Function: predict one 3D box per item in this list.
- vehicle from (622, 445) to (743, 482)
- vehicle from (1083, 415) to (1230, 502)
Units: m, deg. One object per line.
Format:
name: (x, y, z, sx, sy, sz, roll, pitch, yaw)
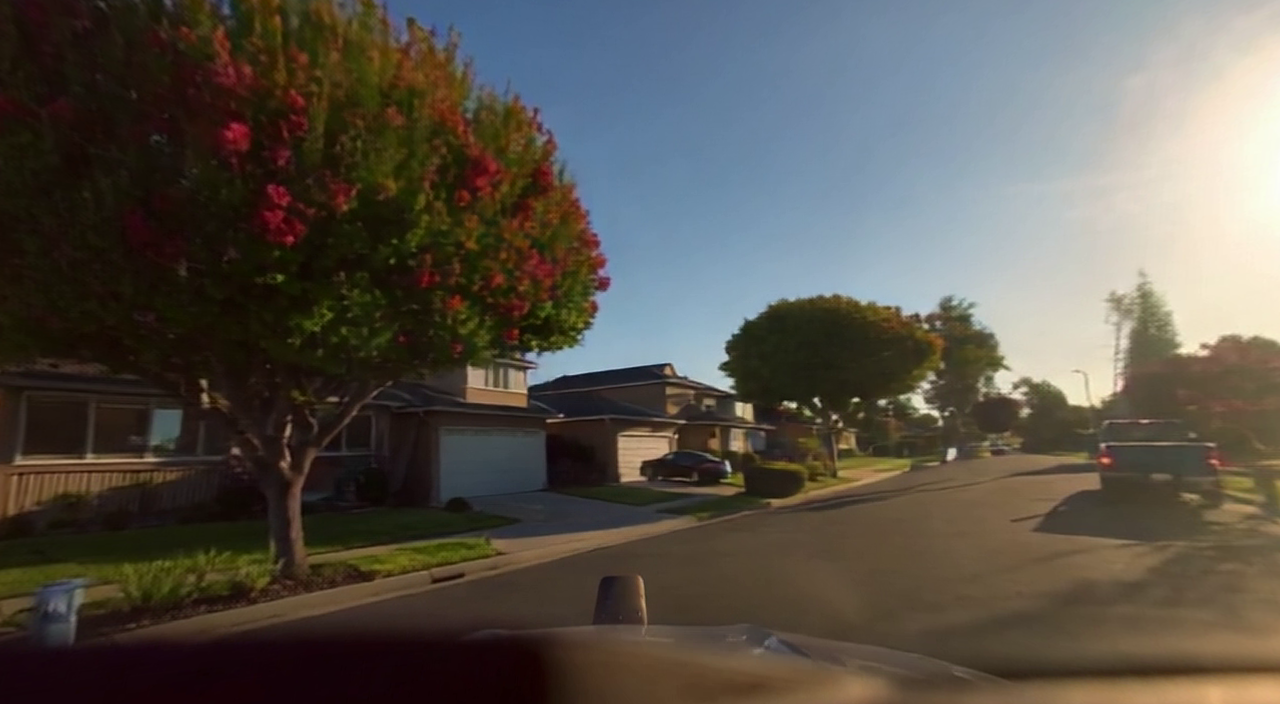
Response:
vehicle: (1.797, 4.775, 27.304, 4.916, 1.485, 1.807, -5, -10, 28)
vehicle: (14.136, 2.911, 17.732, 2.552, 2.024, 5.414, -6, -10, 34)
